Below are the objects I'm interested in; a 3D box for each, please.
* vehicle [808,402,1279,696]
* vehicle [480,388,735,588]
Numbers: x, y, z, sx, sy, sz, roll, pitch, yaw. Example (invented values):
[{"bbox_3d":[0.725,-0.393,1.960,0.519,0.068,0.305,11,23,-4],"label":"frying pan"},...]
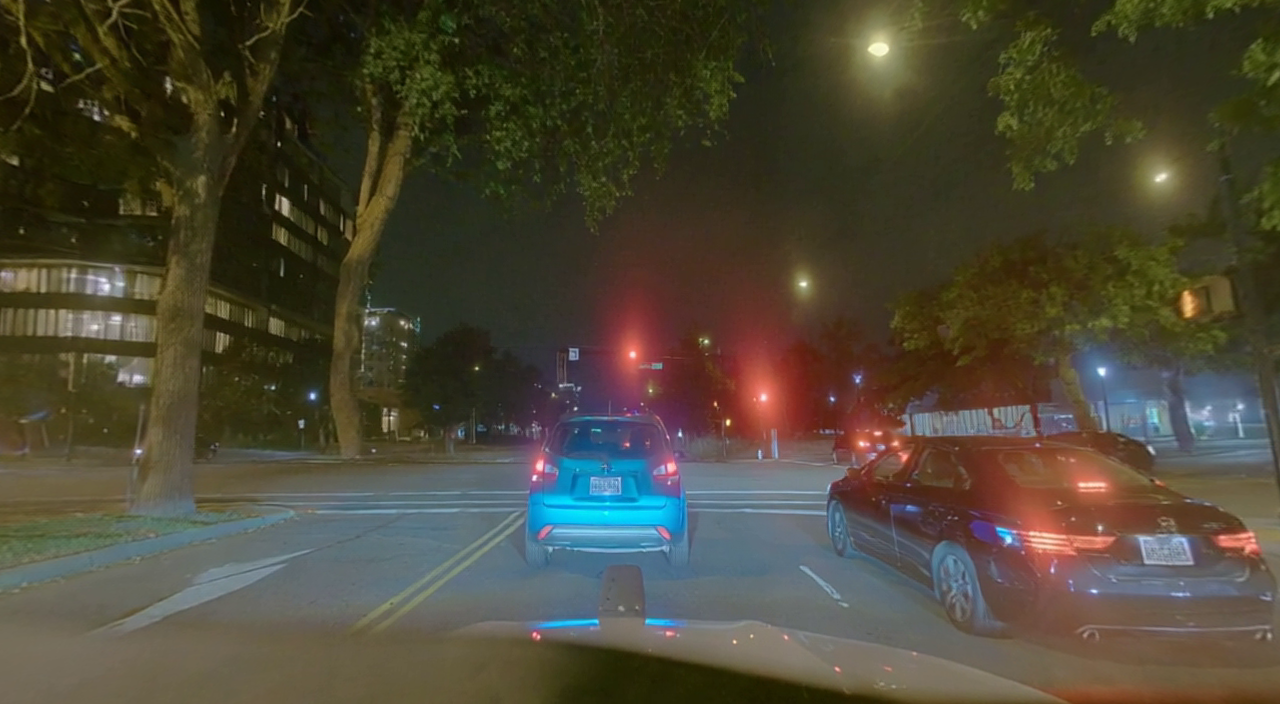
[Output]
[{"bbox_3d":[3.168,1.402,5.769,1.932,1.562,4.629,0,-9,-1],"label":"vehicle"},{"bbox_3d":[-0.345,1.520,7.799,2.247,1.760,4.231,0,-9,-2],"label":"vehicle"}]
